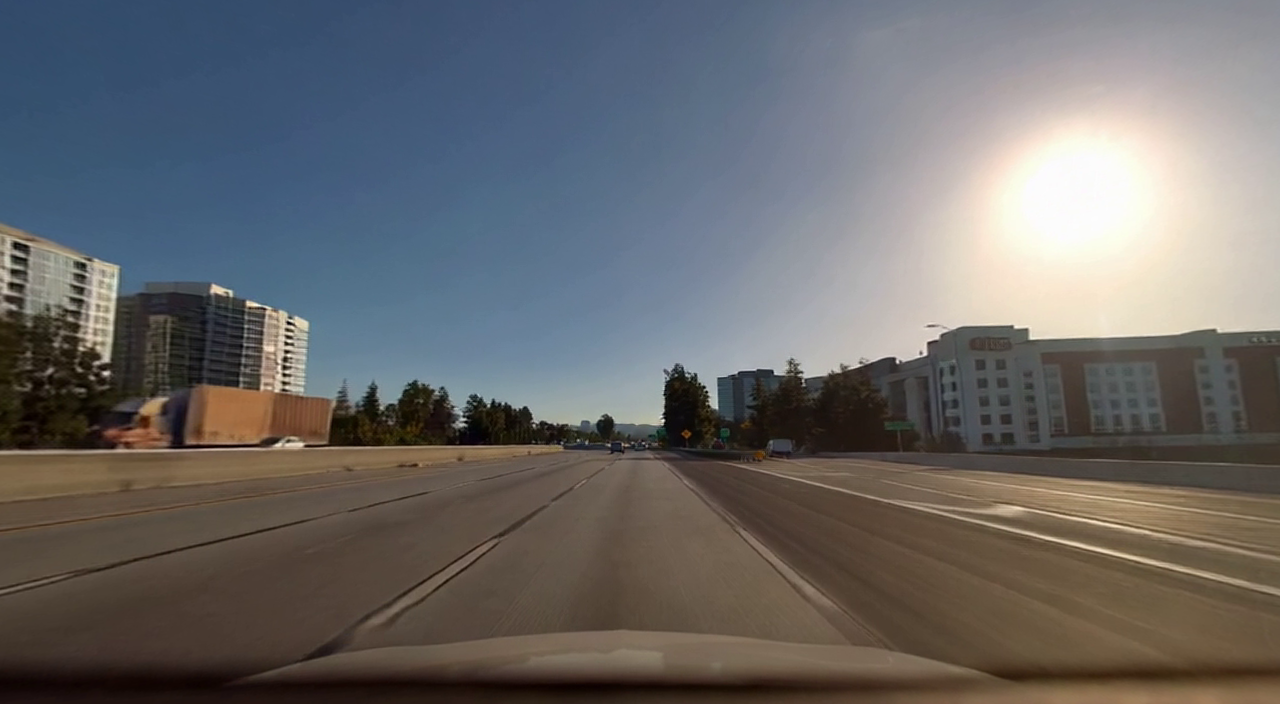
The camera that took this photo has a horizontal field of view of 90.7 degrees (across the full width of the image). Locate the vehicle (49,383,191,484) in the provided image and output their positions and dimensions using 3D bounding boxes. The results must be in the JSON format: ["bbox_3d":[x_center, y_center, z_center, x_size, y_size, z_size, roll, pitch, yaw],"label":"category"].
[{"bbox_3d":[-19.687,3.152,24.181,2.714,3.543,2.793,-1,-10,1],"label":"vehicle"}]
